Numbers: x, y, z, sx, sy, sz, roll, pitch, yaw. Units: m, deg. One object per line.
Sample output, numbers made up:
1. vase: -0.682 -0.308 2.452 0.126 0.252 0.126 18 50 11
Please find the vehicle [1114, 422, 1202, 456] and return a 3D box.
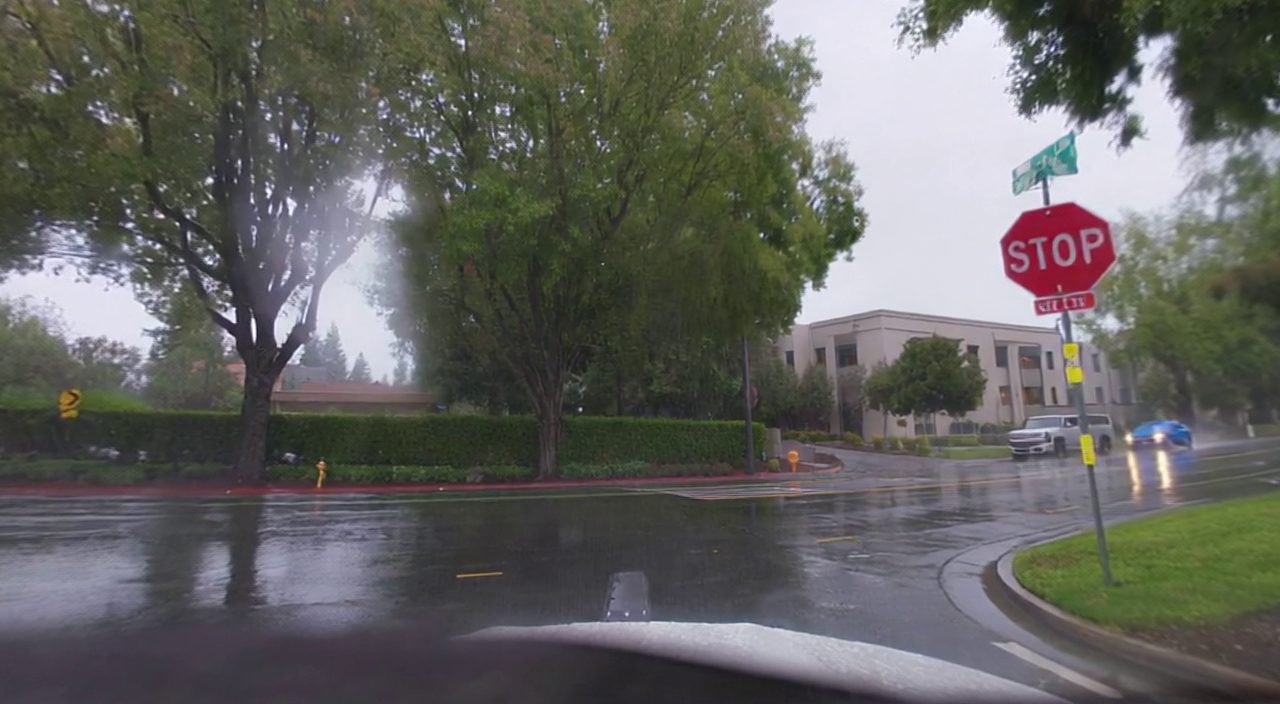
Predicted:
1. vehicle: 24.584 4.156 29.867 4.473 1.474 2.108 6 -10 -37
